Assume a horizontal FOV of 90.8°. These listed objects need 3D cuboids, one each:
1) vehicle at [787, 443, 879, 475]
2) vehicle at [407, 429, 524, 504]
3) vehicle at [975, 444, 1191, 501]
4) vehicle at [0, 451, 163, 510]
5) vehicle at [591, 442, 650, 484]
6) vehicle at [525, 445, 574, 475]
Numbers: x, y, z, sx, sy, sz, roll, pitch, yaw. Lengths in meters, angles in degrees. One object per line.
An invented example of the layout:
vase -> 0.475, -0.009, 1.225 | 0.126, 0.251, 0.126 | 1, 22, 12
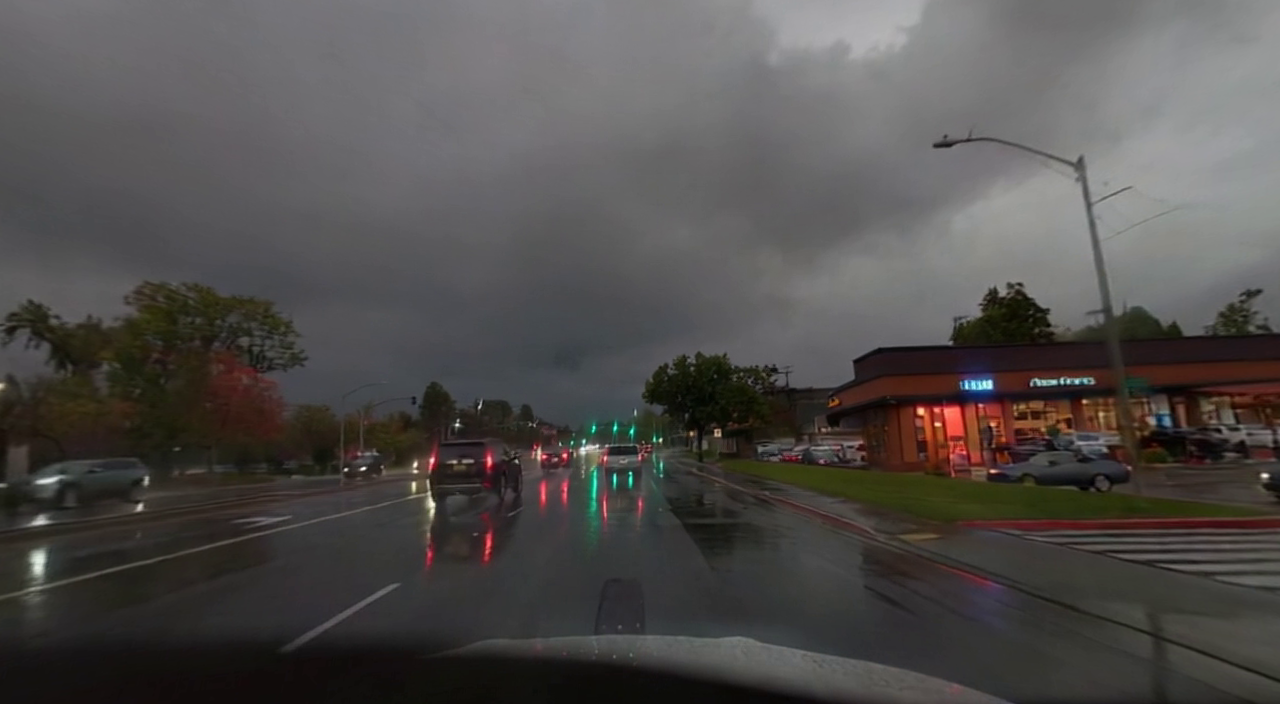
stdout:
vehicle -> 12.127, 6.714, 39.961 | 5.102, 1.889, 2.038 | 0, -8, -4
vehicle -> -4.691, 3.136, 17.726 | 2.096, 1.807, 4.413 | 0, -8, -1
vehicle -> 13.357, 3.641, 19.383 | 4.877, 1.603, 2.197 | -1, -8, 4
vehicle -> -22.806, 5.129, 25.813 | 2.221, 2.017, 5.861 | -2, -8, -2
vehicle -> -0.743, 4.222, 24.301 | 2.061, 1.469, 3.954 | 0, -8, -2
vehicle -> -4.776, 5.787, 34.113 | 1.973, 1.456, 4.850 | 0, -9, 0
